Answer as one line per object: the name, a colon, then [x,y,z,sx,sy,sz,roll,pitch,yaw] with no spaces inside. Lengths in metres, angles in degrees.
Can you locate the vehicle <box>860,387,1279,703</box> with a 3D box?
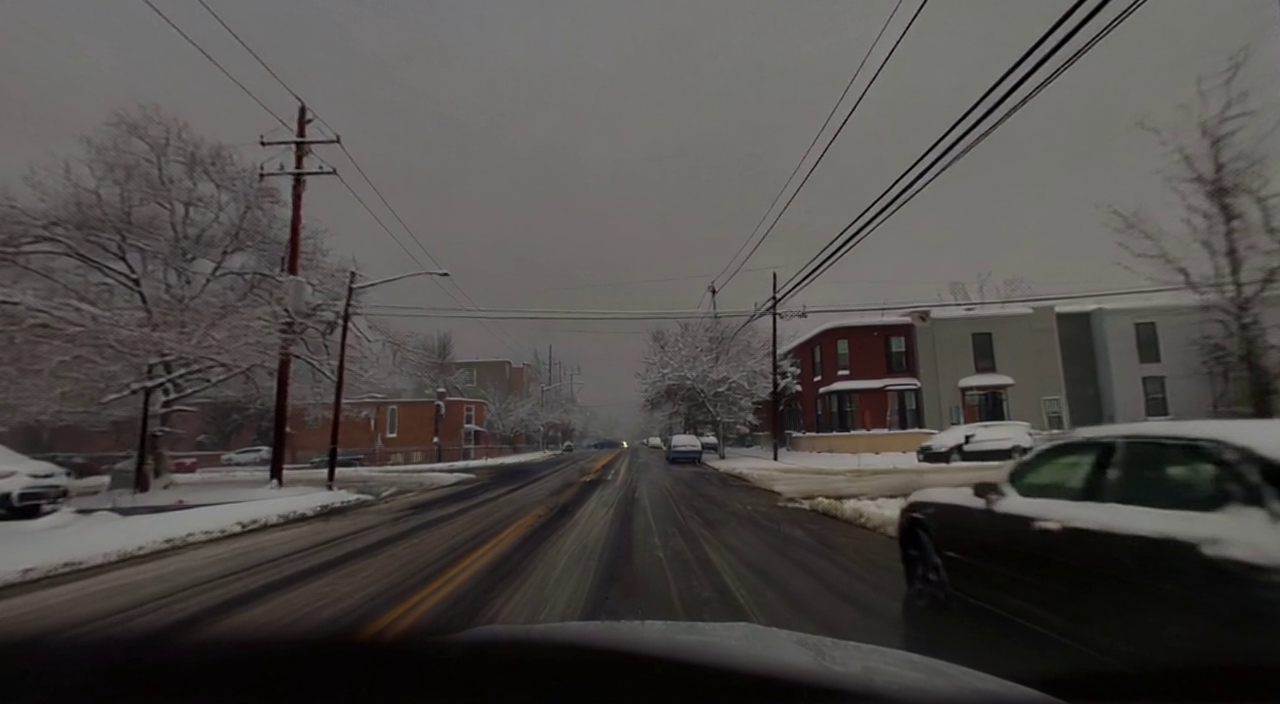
vehicle: [3.080,1.049,3.245,2.053,1.501,4.765,0,-9,-2]

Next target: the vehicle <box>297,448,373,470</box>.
vehicle: [-22.013,7.707,45.775,1.797,1.446,4.694,-4,-10,30]

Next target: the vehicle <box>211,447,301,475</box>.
vehicle: [-25.042,7.103,41.335,1.814,1.462,4.703,-8,-10,30]

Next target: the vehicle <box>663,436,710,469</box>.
vehicle: [2.391,5.300,33.532,1.999,1.604,4.065,0,-9,-2]
